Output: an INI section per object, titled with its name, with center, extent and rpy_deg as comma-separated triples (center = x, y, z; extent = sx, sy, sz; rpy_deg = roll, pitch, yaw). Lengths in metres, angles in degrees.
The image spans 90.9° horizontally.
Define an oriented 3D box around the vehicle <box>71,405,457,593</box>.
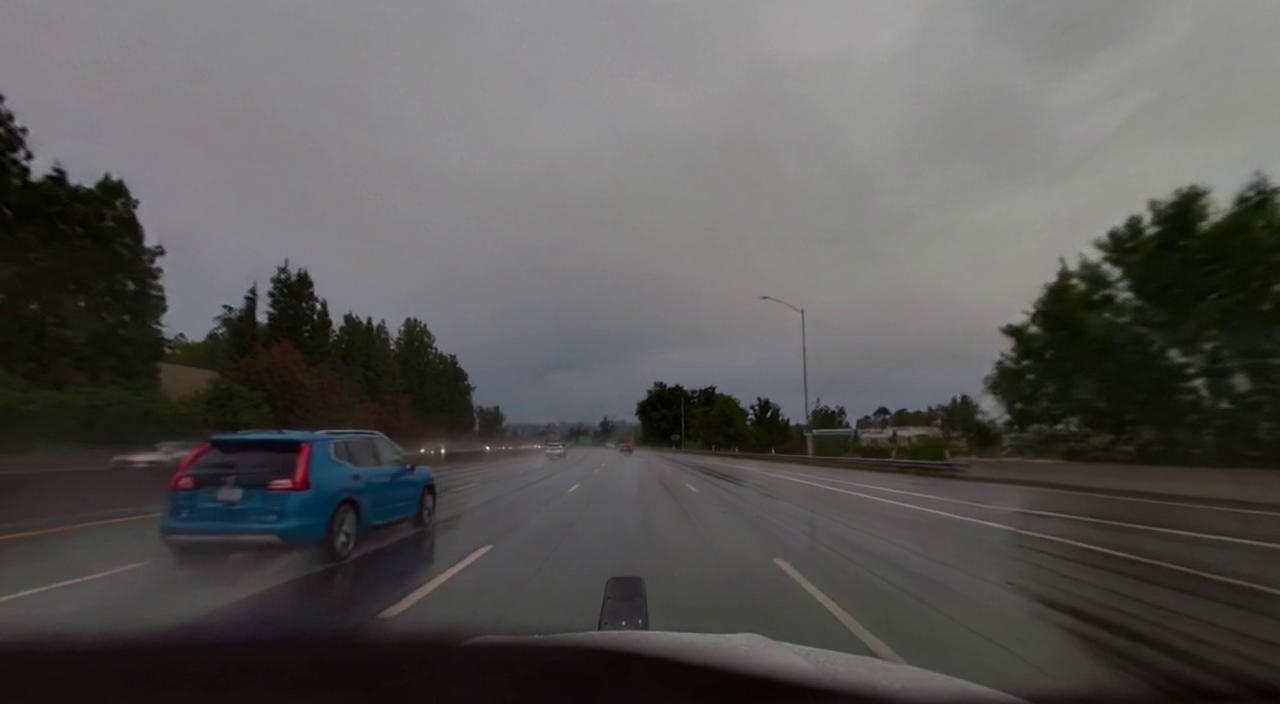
[vehicle]
center = -4.137, 1.687, 8.156
extent = 2.162, 1.724, 4.537
rpy_deg = 0, -8, 0
